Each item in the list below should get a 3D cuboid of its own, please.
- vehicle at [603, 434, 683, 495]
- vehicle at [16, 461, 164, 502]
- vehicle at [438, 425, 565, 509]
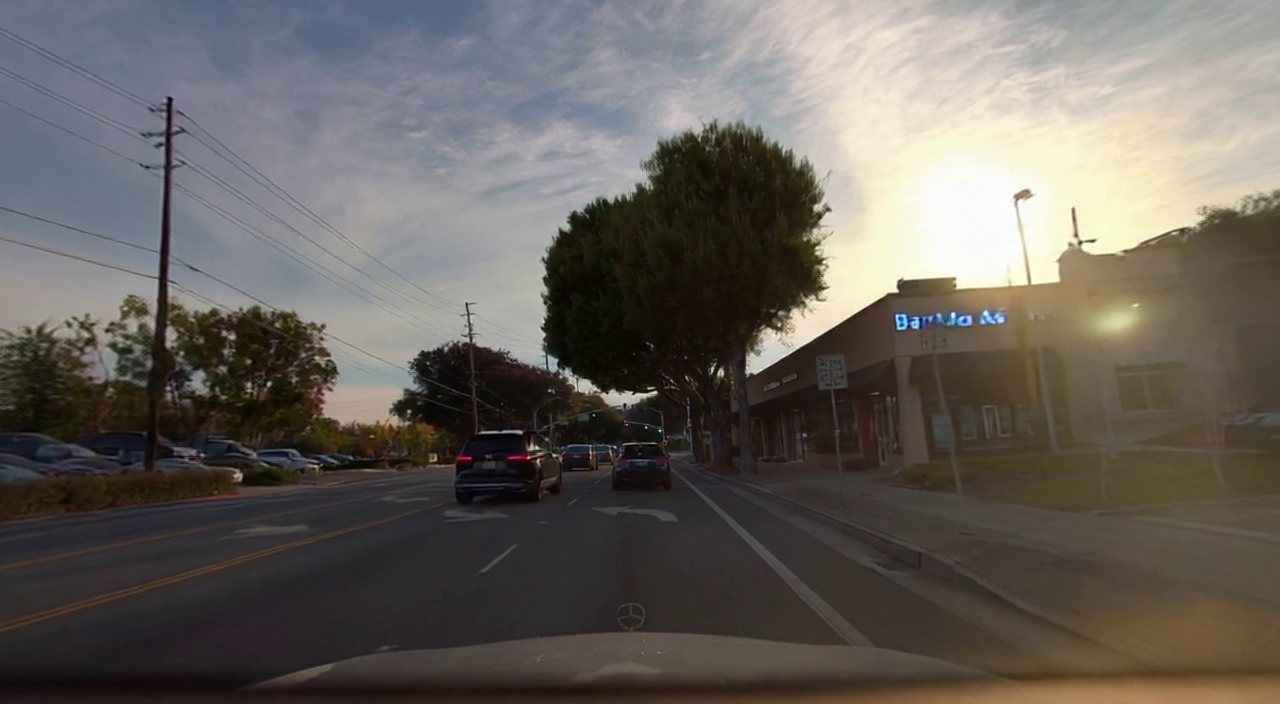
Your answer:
[{"bbox_3d":[0.090,3.294,18.821,2.108,1.612,4.246,0,-8,0],"label":"vehicle"},{"bbox_3d":[-23.184,5.450,26.871,1.862,1.468,4.708,0,-9,3],"label":"vehicle"},{"bbox_3d":[-3.426,2.960,16.777,2.064,1.859,5.154,0,-8,1],"label":"vehicle"}]
